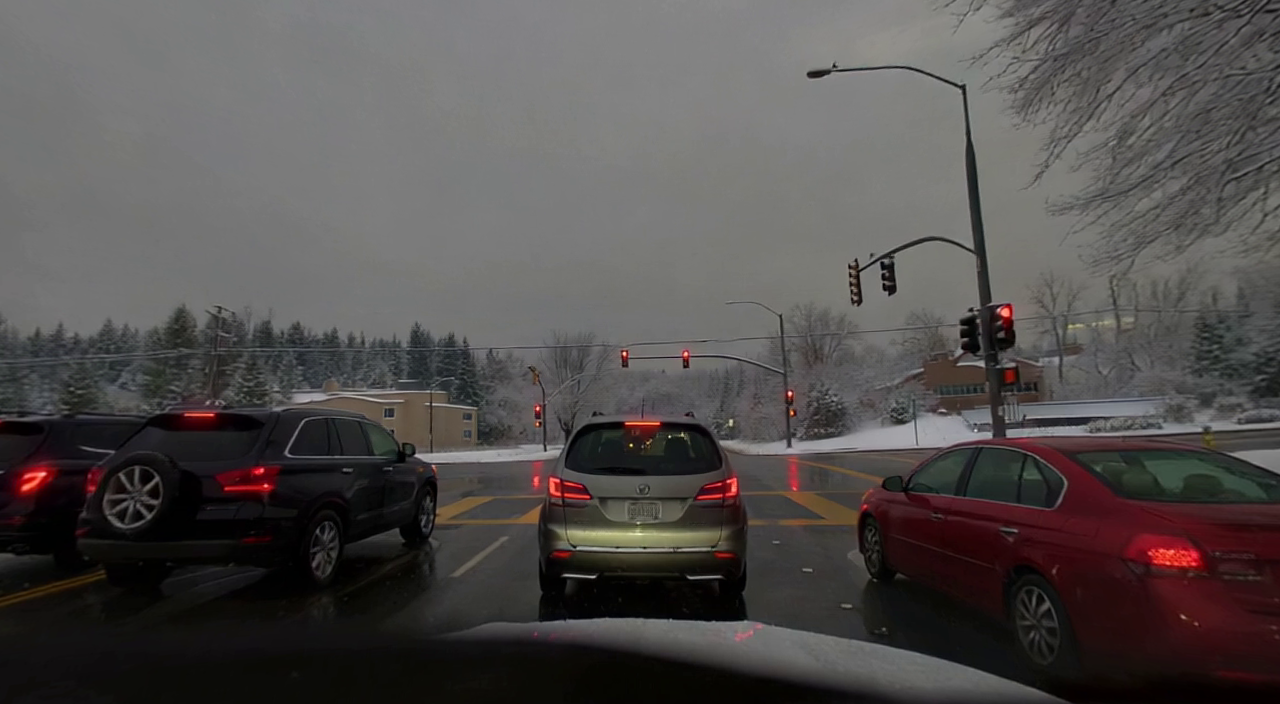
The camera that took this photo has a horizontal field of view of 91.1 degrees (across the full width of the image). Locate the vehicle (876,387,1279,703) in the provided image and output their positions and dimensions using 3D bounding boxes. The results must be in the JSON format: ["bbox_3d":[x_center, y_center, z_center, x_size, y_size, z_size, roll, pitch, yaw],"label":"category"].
[{"bbox_3d":[3.584,1.202,4.606,2.010,1.486,4.498,0,-8,1],"label":"vehicle"}]

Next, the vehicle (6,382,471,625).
[{"bbox_3d":[-3.559,1.421,6.851,2.014,1.755,4.360,0,-8,3],"label":"vehicle"}]

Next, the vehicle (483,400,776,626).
[{"bbox_3d":[-0.055,1.400,6.305,2.047,1.579,3.642,0,-8,1],"label":"vehicle"}]
